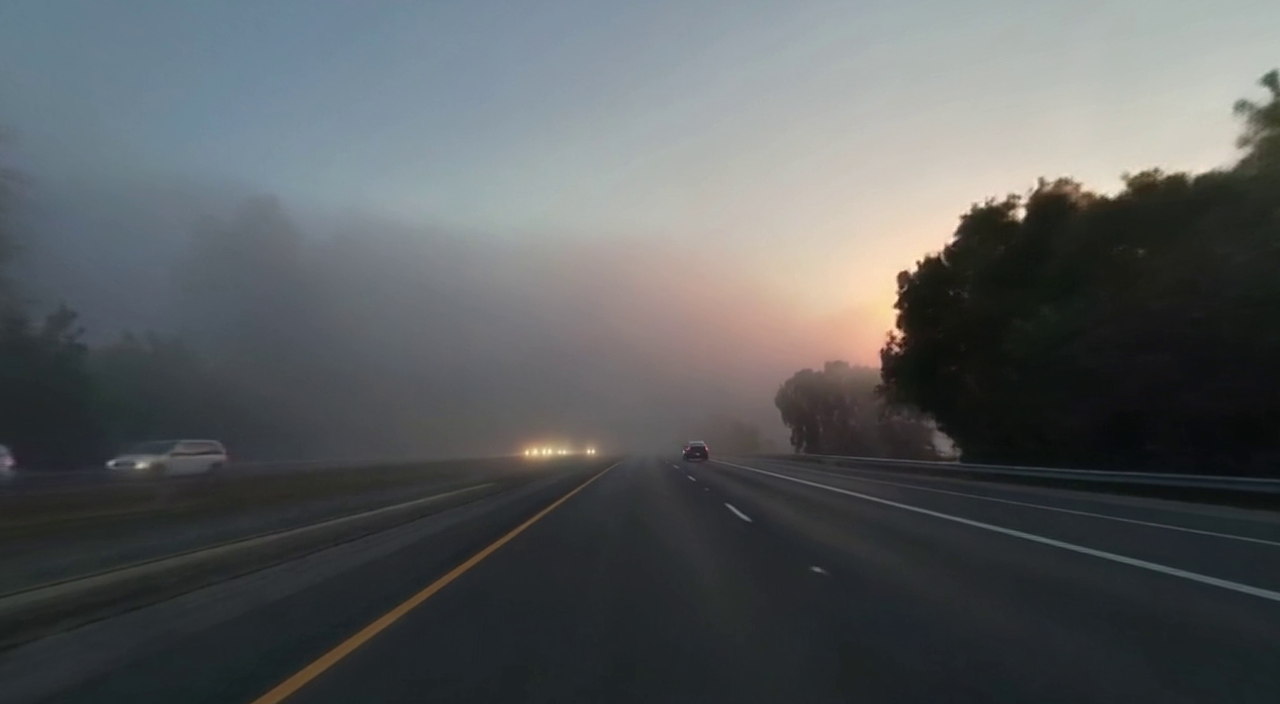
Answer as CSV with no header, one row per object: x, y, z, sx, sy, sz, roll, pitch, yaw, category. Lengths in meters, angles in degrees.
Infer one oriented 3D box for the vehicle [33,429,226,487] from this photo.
-32.132,6.710,40.719,3.221,3.202,10.943,0,-8,0,vehicle

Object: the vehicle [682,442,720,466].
3.952,6.719,41.772,2.062,1.518,4.026,0,-8,-1,vehicle
